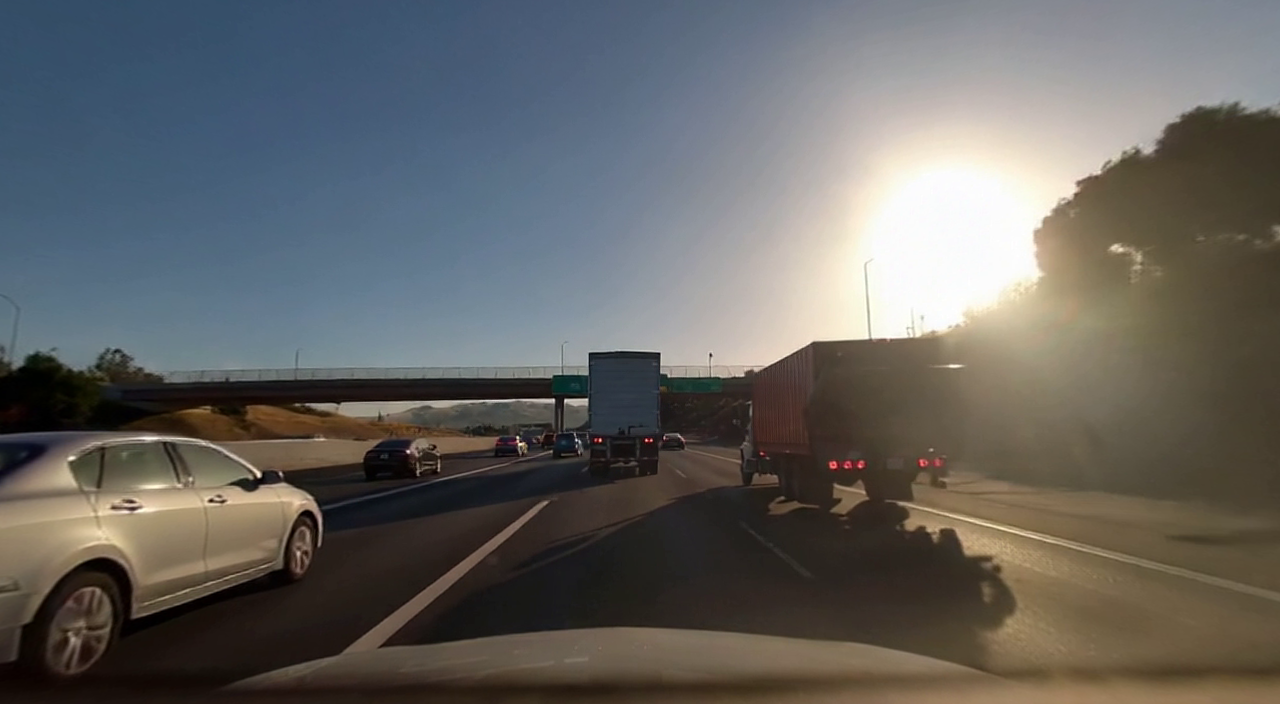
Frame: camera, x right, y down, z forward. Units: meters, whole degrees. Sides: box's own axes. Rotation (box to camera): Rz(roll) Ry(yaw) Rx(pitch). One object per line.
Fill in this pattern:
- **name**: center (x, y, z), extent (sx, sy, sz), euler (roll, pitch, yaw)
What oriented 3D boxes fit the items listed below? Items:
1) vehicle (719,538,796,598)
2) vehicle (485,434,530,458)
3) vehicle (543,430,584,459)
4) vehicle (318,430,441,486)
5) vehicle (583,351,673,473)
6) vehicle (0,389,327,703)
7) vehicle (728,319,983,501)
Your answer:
- **vehicle**: center (5.177, 9.592, 28.113), extent (2.835, 2.000, 2.696), euler (0, -7, -2)
- **vehicle**: center (-8.636, 6.117, 41.250), extent (2.019, 1.471, 4.347), euler (0, -8, 0)
- **vehicle**: center (-4.559, 5.569, 38.116), extent (1.986, 1.612, 4.155), euler (0, -8, 0)
- **vehicle**: center (-7.806, 3.184, 19.350), extent (1.909, 1.479, 4.425), euler (0, -8, 0)
- **vehicle**: center (-0.540, 2.632, 25.766), extent (2.938, 4.033, 9.980), euler (0, -8, -2)
- **vehicle**: center (-3.865, 1.067, 3.923), extent (1.882, 1.493, 3.828), euler (0, -8, -1)
- **vehicle**: center (5.648, 2.160, 20.683), extent (2.863, 3.936, 14.058), euler (0, -8, -3)
